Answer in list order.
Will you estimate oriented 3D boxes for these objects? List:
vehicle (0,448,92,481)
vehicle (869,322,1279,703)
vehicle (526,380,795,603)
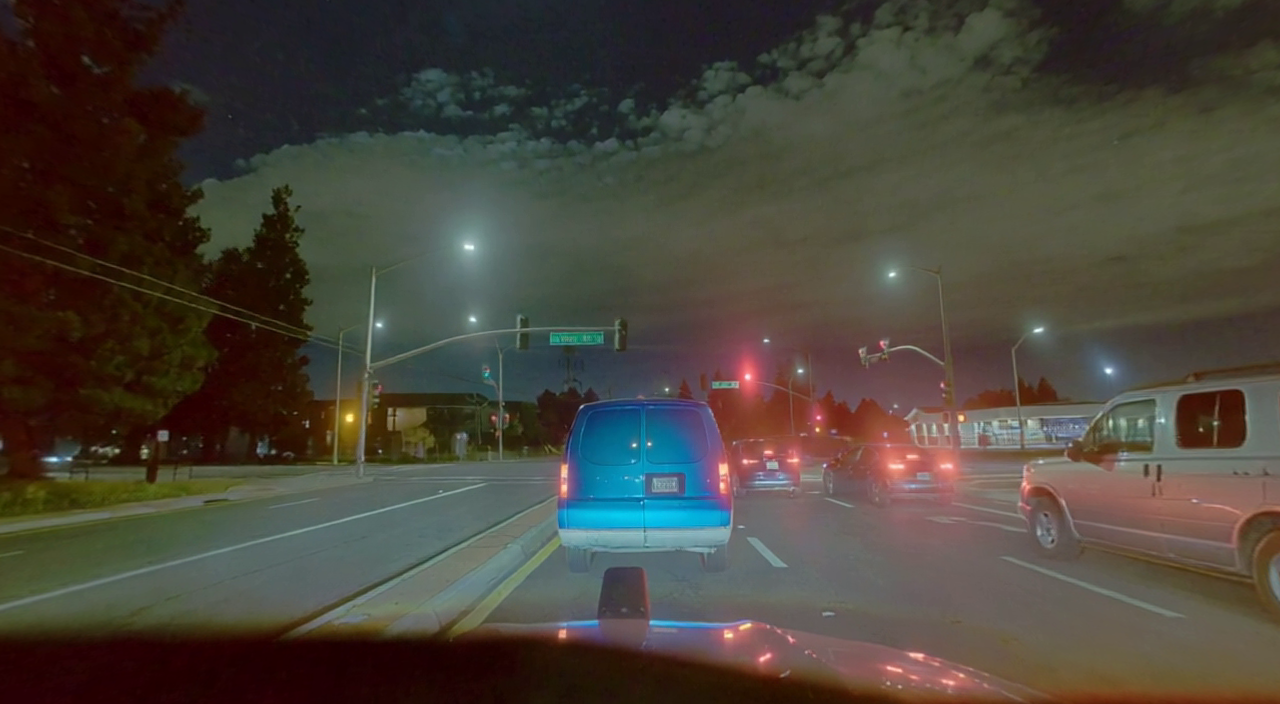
[{"bbox_3d":[-30.609,5.616,31.581,4.425,1.427,1.911,0,-5,-5],"label":"vehicle"},{"bbox_3d":[2.905,0.943,3.163,1.971,1.663,4.287,0,-8,2],"label":"vehicle"},{"bbox_3d":[0.181,1.463,7.433,2.185,1.822,4.391,0,-8,0],"label":"vehicle"}]
